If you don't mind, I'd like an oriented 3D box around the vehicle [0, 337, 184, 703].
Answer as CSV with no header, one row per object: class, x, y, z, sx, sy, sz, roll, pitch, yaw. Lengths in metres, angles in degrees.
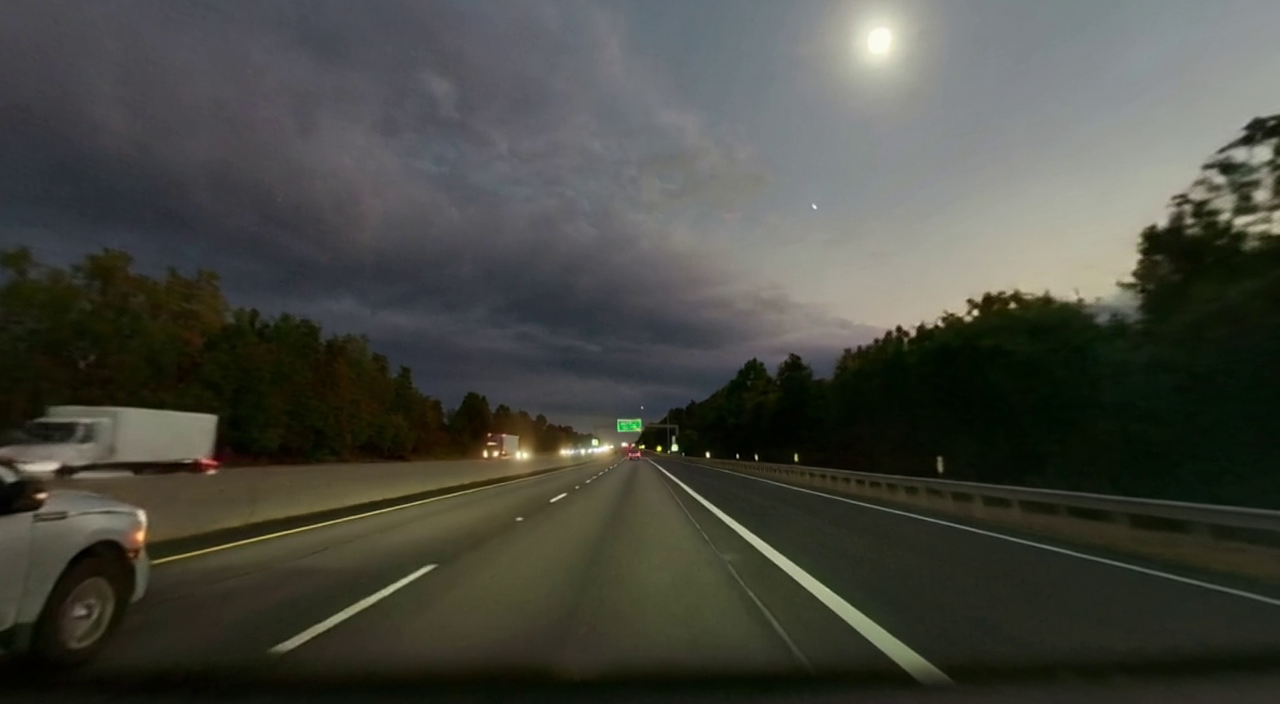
vehicle,-4.237,0.647,1.640,2.214,1.872,5.179,0,-9,0
